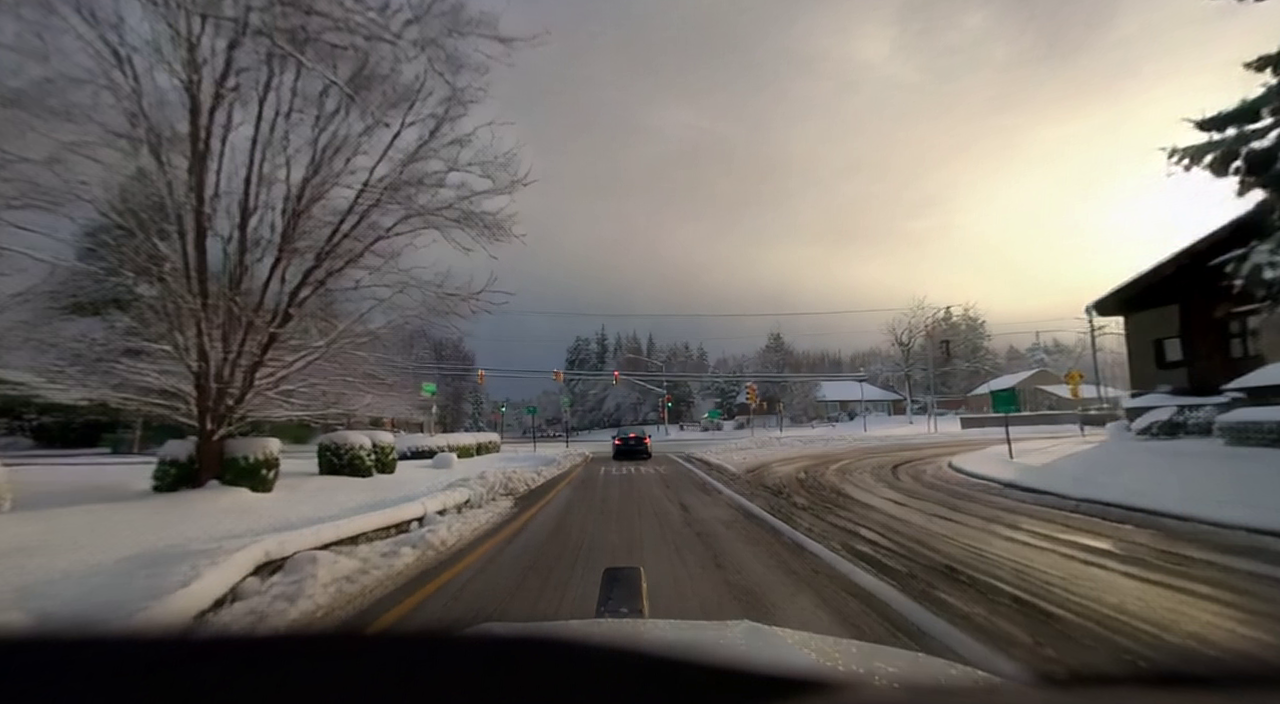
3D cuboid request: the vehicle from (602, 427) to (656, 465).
[{"bbox_3d":[-0.453,3.918,26.394,2.056,1.473,4.380,0,-8,-1],"label":"vehicle"}]
